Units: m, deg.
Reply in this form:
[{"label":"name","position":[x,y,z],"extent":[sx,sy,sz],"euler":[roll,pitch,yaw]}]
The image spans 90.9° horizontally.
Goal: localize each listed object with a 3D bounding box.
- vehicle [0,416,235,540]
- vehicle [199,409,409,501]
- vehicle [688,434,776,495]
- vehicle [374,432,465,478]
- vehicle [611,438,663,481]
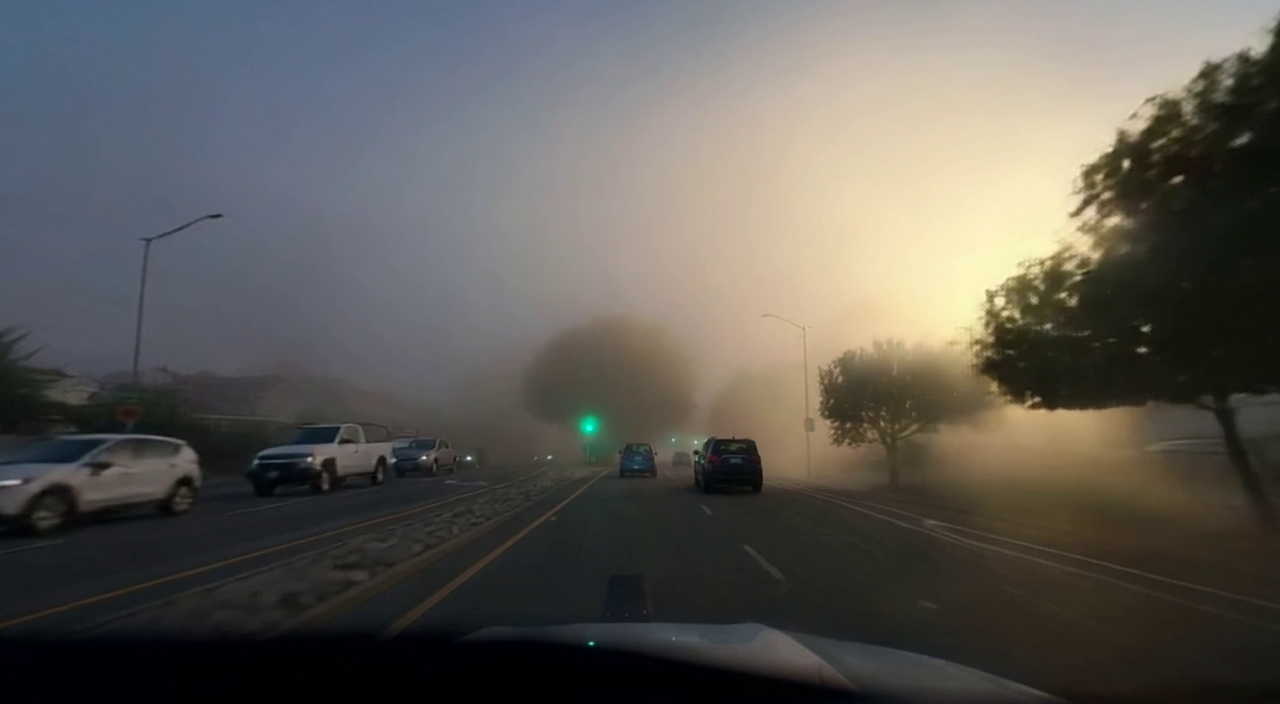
[{"label":"vehicle","position":[-9.339,2.041,10.761],"extent":[1.988,1.663,4.316],"euler":[0,-9,-1]},{"label":"vehicle","position":[-9.094,2.913,18.188],"extent":[2.037,2.113,7.185],"euler":[0,-9,1]},{"label":"vehicle","position":[2.914,3.673,20.970],"extent":[2.166,1.799,4.372],"euler":[0,-9,-1]},{"label":"vehicle","position":[-9.155,4.343,26.753],"extent":[1.893,1.735,5.318],"euler":[0,-9,0]},{"label":"vehicle","position":[-0.156,4.876,28.857],"extent":[2.185,1.822,4.391],"euler":[0,-9,-1]}]
